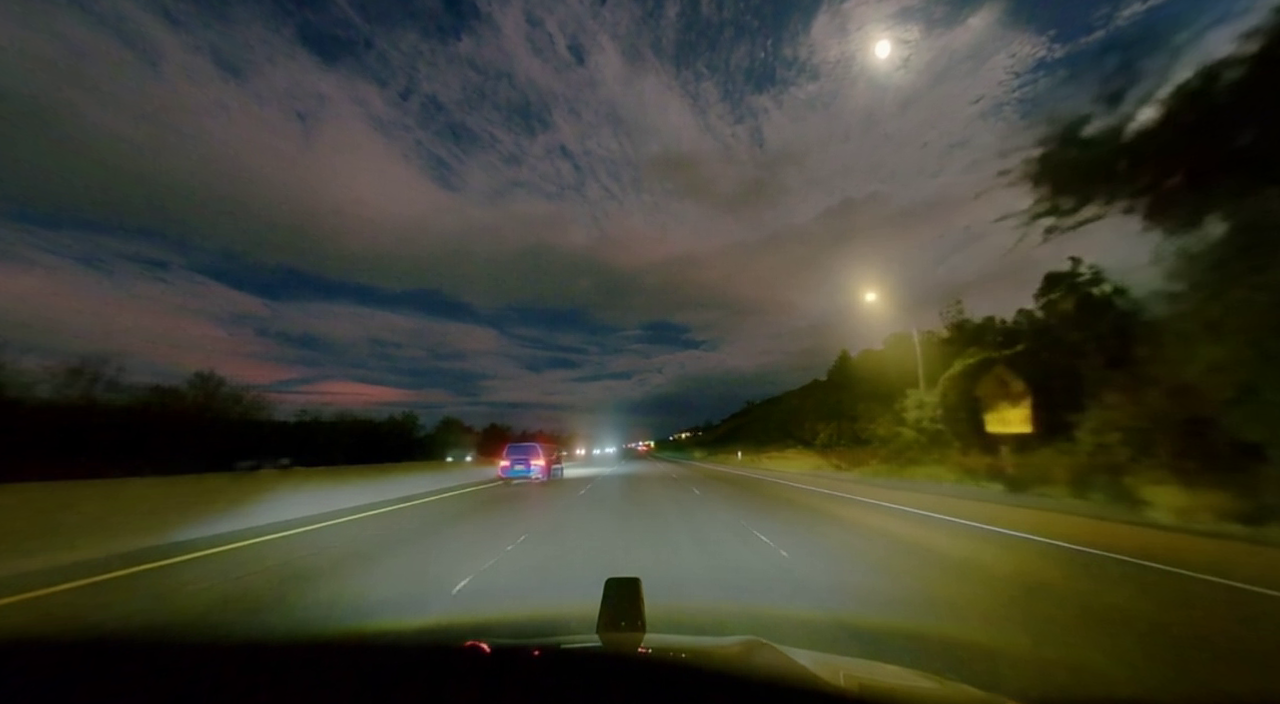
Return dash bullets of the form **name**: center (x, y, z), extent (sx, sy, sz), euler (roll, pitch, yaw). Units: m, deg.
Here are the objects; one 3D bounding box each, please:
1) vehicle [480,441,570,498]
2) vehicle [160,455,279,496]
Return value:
- **vehicle**: center (-3.433, 3.597, 19.549), extent (1.965, 1.556, 3.971), euler (0, -9, 1)
- **vehicle**: center (-16.168, 4.729, 24.539), extent (1.800, 1.424, 4.187), euler (0, -9, -1)
